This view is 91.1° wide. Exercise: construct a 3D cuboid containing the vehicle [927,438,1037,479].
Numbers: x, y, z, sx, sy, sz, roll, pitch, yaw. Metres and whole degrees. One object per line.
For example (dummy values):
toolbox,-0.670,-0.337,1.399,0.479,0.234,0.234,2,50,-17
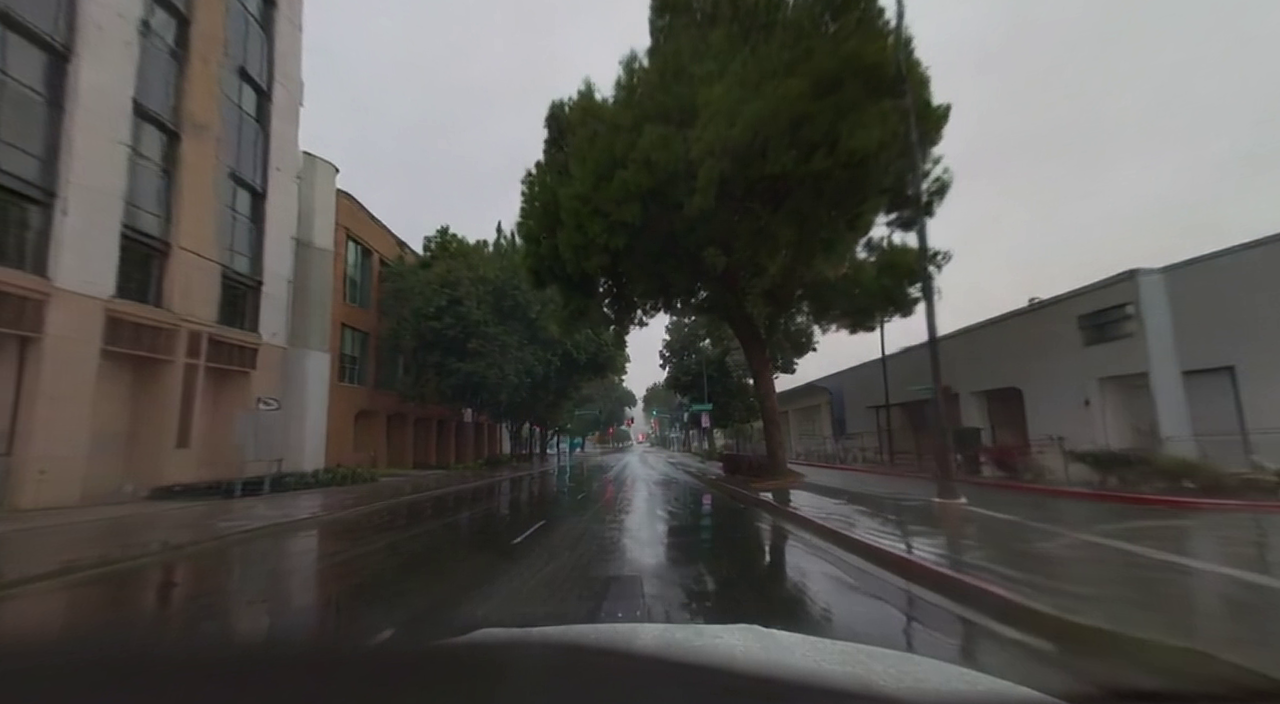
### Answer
vehicle,14.570,4.544,26.932,3.627,1.567,1.774,-2,-7,1
